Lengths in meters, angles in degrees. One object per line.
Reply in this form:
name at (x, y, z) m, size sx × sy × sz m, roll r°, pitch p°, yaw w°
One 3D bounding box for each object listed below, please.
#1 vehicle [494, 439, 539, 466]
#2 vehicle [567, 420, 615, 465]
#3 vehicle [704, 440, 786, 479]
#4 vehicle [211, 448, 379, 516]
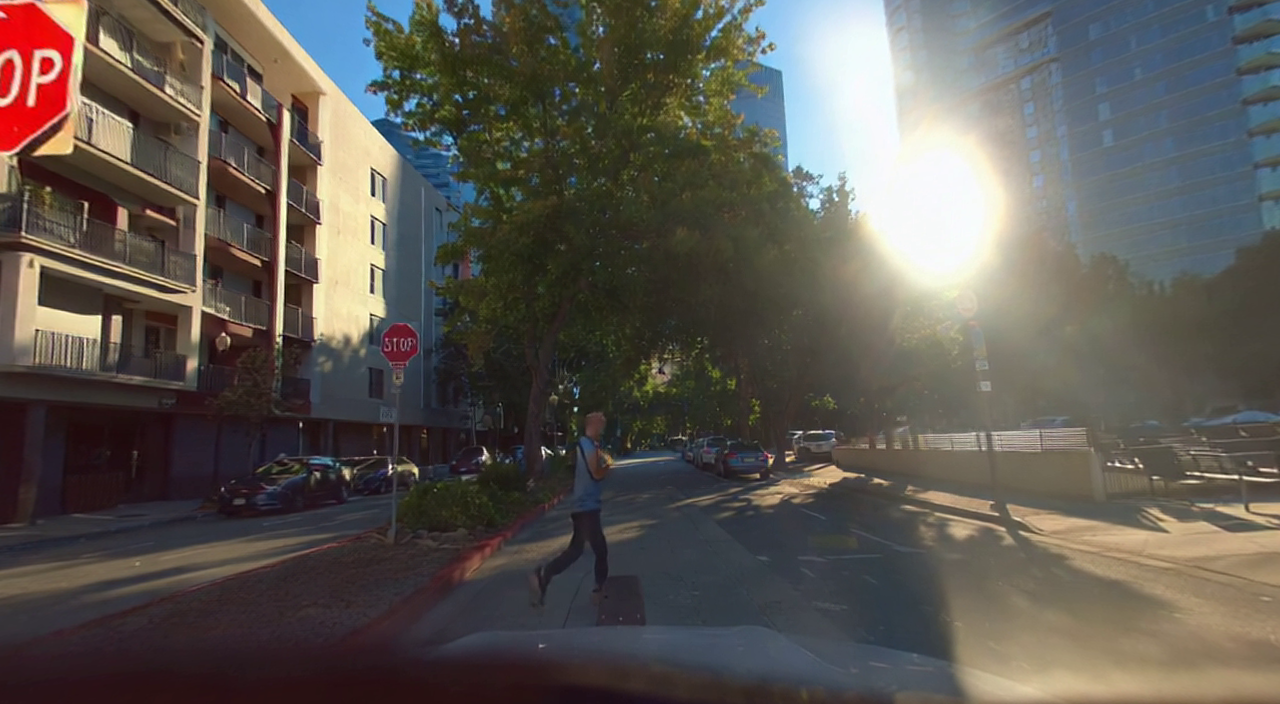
vehicle at (-8.854, 7.260, 45.733) m, size 2.256 × 1.802 × 4.333 m, roll 0°, pitch -8°, yaw 2°
vehicle at (-3.001, 5.769, 40.219) m, size 2.317 × 2.596 × 6.053 m, roll 0°, pitch -8°, yaw 3°
vehicle at (4.586, 4.567, 27.108) m, size 1.858 × 1.491 × 4.329 m, roll -5°, pitch -10°, yaw 33°
vehicle at (-8.798, 3.307, 16.644) m, size 2.007 × 1.503 × 4.343 m, roll 0°, pitch -8°, yaw -1°
